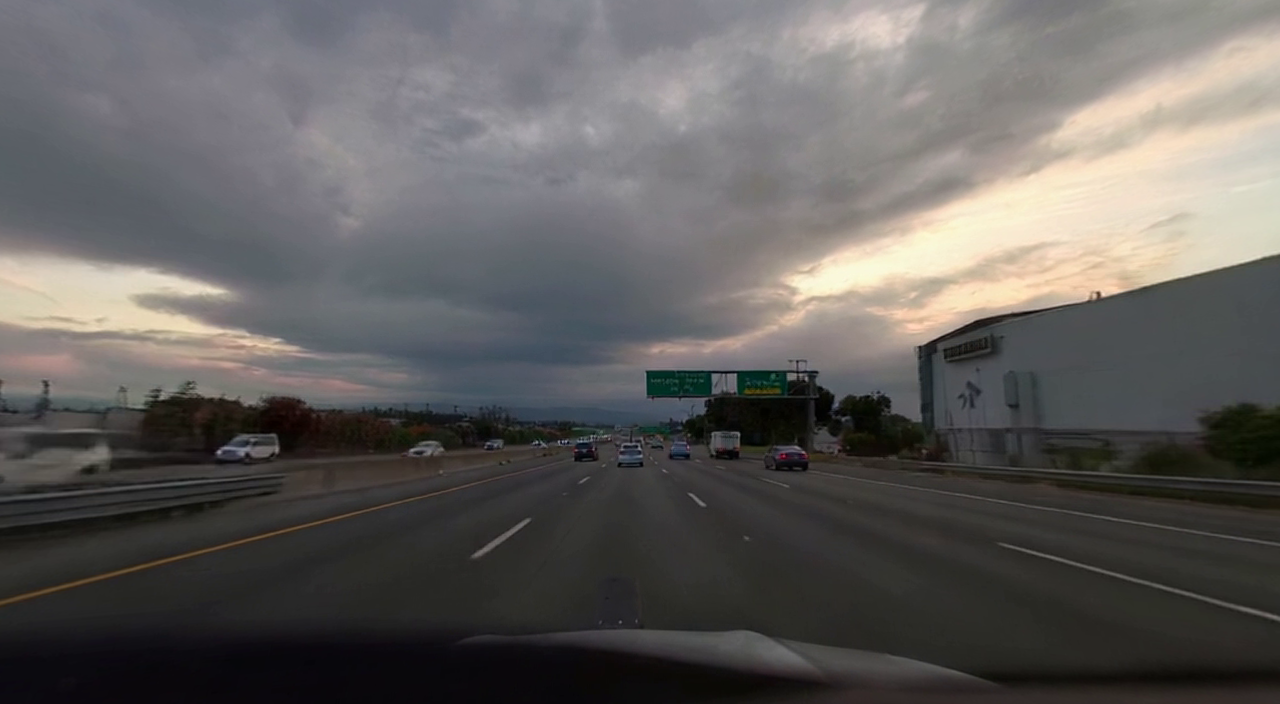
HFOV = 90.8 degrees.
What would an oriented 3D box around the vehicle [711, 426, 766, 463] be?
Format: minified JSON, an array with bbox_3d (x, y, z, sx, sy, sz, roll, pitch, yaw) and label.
[{"bbox_3d":[6.919,6.648,45.458,2.790,2.473,6.815,0,-8,0],"label":"vehicle"}]

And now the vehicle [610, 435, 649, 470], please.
[{"bbox_3d":[-0.529,5.504,34.857,2.002,1.759,4.658,0,-8,0],"label":"vehicle"}]

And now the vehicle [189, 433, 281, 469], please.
[{"bbox_3d":[-29.526,7.261,46.453,2.378,2.420,6.571,0,-8,0],"label":"vehicle"}]

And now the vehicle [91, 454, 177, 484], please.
[{"bbox_3d":[-25.365,5.857,31.802,1.538,1.340,3.294,0,-8,1],"label":"vehicle"}]

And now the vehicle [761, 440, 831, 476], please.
[{"bbox_3d":[6.759,4.628,27.852,1.879,1.428,4.402,0,-8,-2],"label":"vehicle"}]

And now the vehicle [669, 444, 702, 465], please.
[{"bbox_3d":[3.063,6.916,42.934,1.816,1.353,3.809,0,-8,-2],"label":"vehicle"}]

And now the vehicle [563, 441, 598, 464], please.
[{"bbox_3d":[-4.434,7.535,47.678,2.126,1.631,4.643,0,-8,0],"label":"vehicle"}]

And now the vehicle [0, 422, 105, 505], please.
[{"bbox_3d":[-14.006,2.370,13.511,1.715,1.682,3.811,0,-8,0],"label":"vehicle"}]

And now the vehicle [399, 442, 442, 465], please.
[{"bbox_3d":[-14.202,6.591,41.005,1.546,1.405,3.307,0,-8,0],"label":"vehicle"}]
